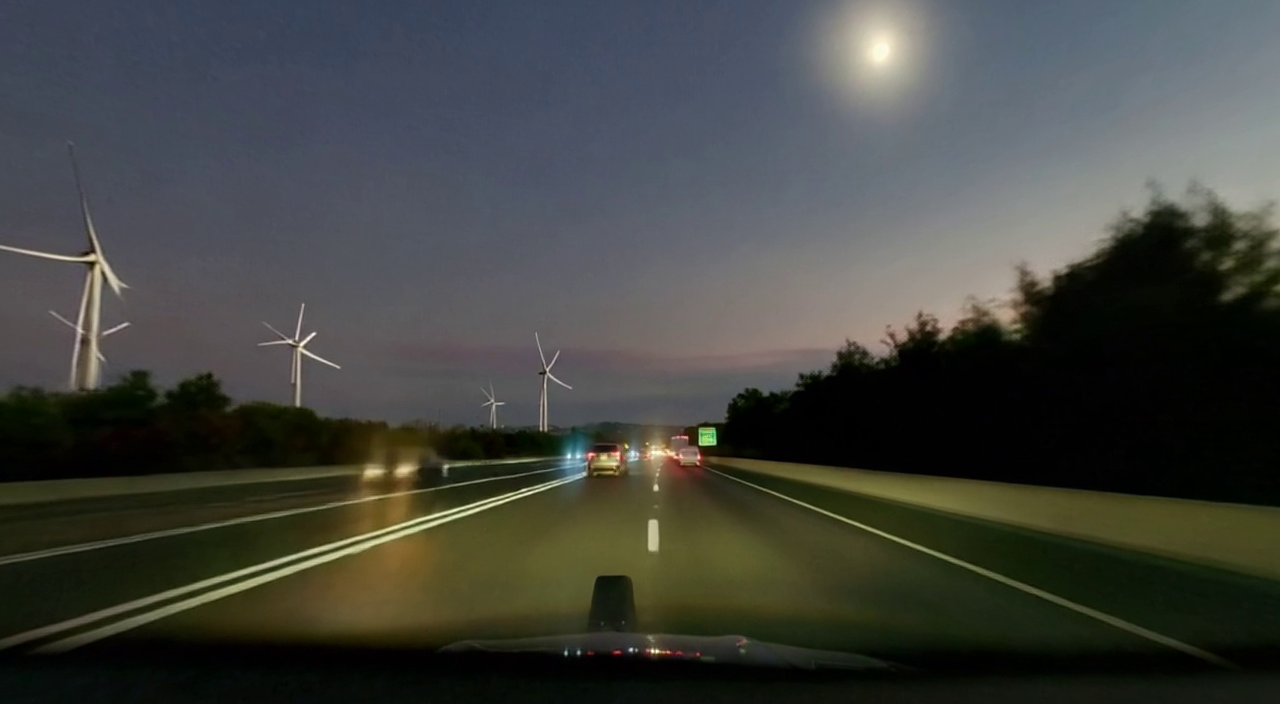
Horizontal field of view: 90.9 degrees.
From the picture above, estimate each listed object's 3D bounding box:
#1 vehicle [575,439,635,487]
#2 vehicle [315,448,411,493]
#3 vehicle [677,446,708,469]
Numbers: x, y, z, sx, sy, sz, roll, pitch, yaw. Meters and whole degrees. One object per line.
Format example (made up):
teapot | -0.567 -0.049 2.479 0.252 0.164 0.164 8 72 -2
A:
vehicle | -1.288 4.385 25.047 2.038 1.723 4.150 0 -9 1
vehicle | -11.191 4.799 25.819 1.984 1.657 4.126 0 -9 1
vehicle | 4.048 8.269 49.413 2.040 1.721 4.507 0 -9 1
